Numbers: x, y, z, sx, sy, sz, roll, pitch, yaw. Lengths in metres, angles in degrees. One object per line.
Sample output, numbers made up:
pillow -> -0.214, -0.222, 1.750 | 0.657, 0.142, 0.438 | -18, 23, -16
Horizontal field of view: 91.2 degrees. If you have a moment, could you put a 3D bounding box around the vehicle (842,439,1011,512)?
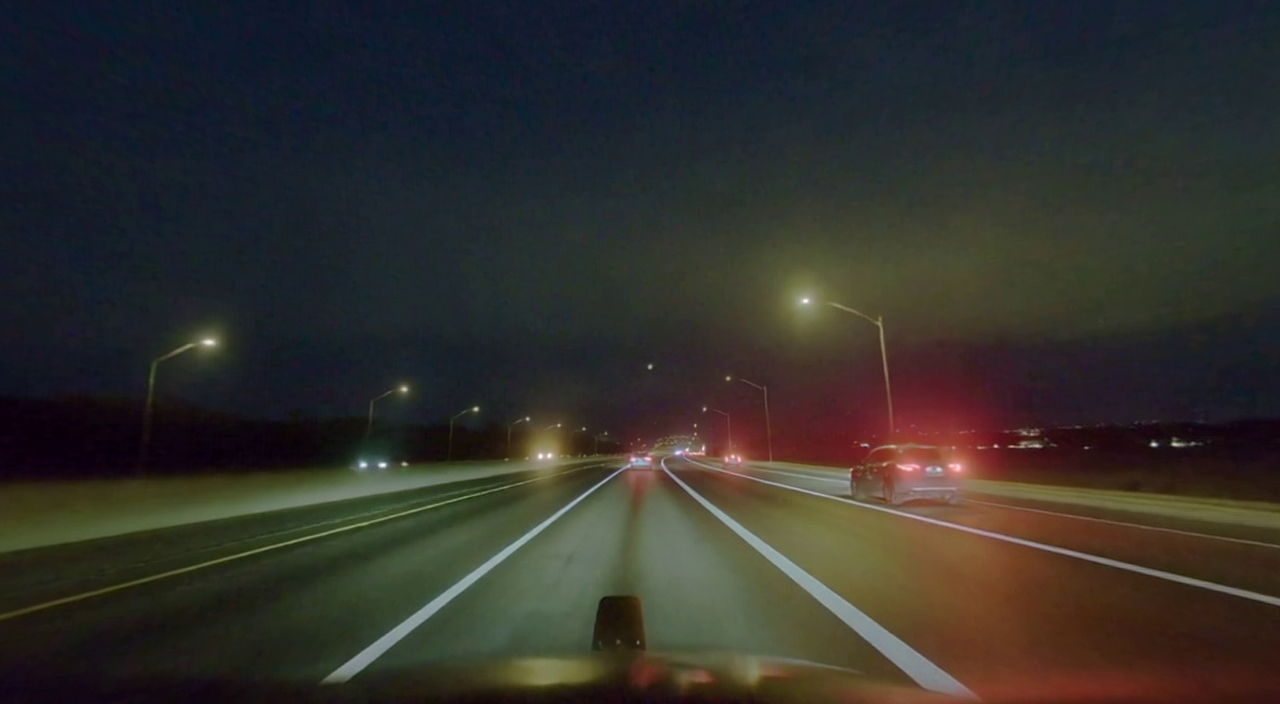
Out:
vehicle -> 6.868, 2.992, 15.699 | 2.008, 1.533, 4.592 | 0, -9, -1

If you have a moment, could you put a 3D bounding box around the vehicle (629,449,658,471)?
vehicle -> 0.270, 7.924, 46.156 | 2.025, 1.526, 4.181 | -1, -9, 1

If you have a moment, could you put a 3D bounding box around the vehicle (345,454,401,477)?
vehicle -> -19.058, 8.095, 44.990 | 1.958, 1.491, 4.516 | -1, -9, 2

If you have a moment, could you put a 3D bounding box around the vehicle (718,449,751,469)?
vehicle -> 7.332, 8.294, 48.839 | 1.941, 1.485, 3.701 | 0, -9, -1
